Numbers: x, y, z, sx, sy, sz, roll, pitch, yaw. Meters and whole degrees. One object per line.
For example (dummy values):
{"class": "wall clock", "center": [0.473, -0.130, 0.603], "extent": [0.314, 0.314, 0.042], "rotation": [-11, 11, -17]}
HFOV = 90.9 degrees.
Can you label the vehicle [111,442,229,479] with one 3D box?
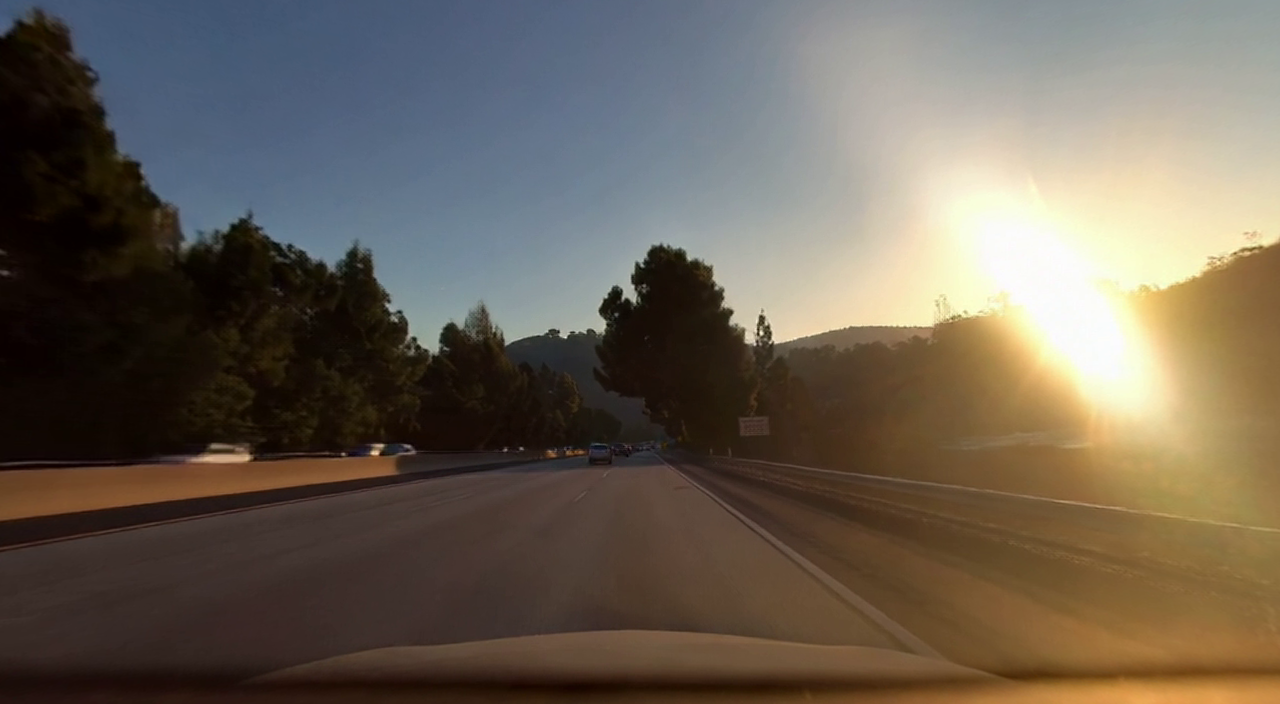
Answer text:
{"class": "vehicle", "center": [-21.103, 4.882, 28.606], "extent": [1.831, 1.526, 4.458], "rotation": [0, -8, 1]}
